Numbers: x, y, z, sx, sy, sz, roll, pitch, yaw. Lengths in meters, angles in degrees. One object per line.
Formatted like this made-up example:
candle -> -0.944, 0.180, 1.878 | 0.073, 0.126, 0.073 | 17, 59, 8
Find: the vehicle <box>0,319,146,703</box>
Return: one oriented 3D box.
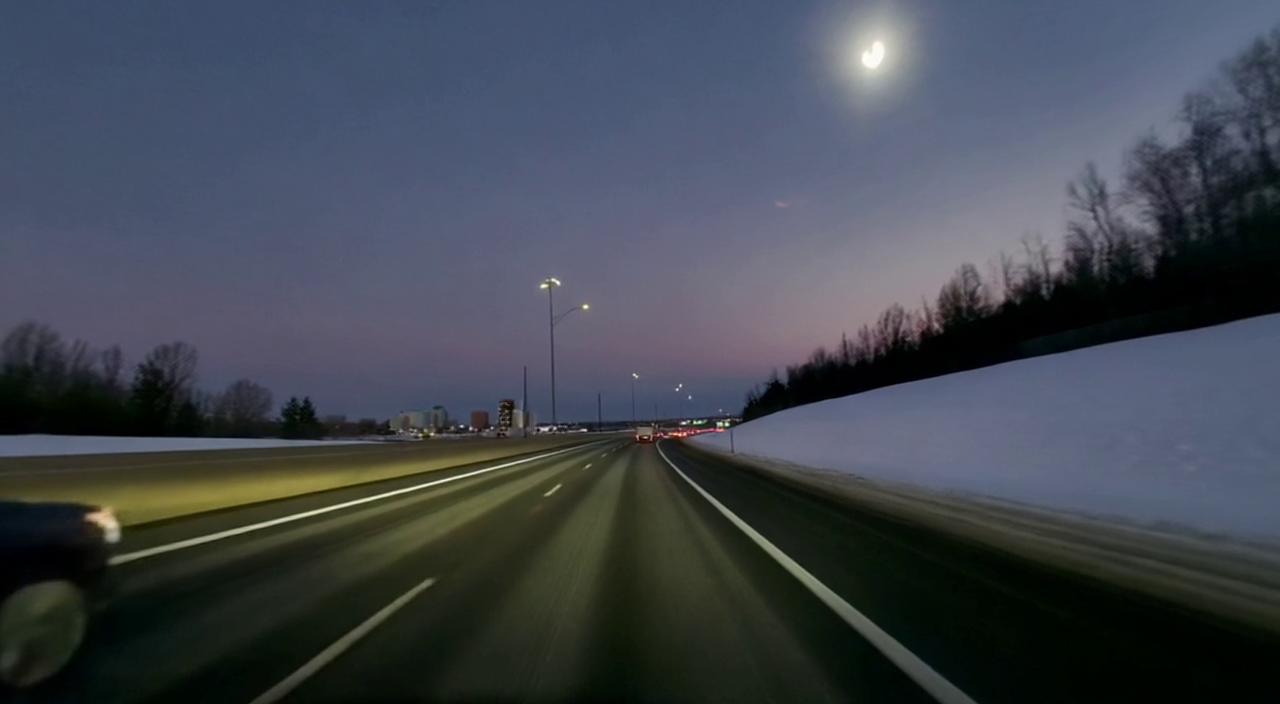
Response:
vehicle -> -3.596, 0.506, 1.070 | 2.018, 1.678, 4.312 | 0, -8, -1
